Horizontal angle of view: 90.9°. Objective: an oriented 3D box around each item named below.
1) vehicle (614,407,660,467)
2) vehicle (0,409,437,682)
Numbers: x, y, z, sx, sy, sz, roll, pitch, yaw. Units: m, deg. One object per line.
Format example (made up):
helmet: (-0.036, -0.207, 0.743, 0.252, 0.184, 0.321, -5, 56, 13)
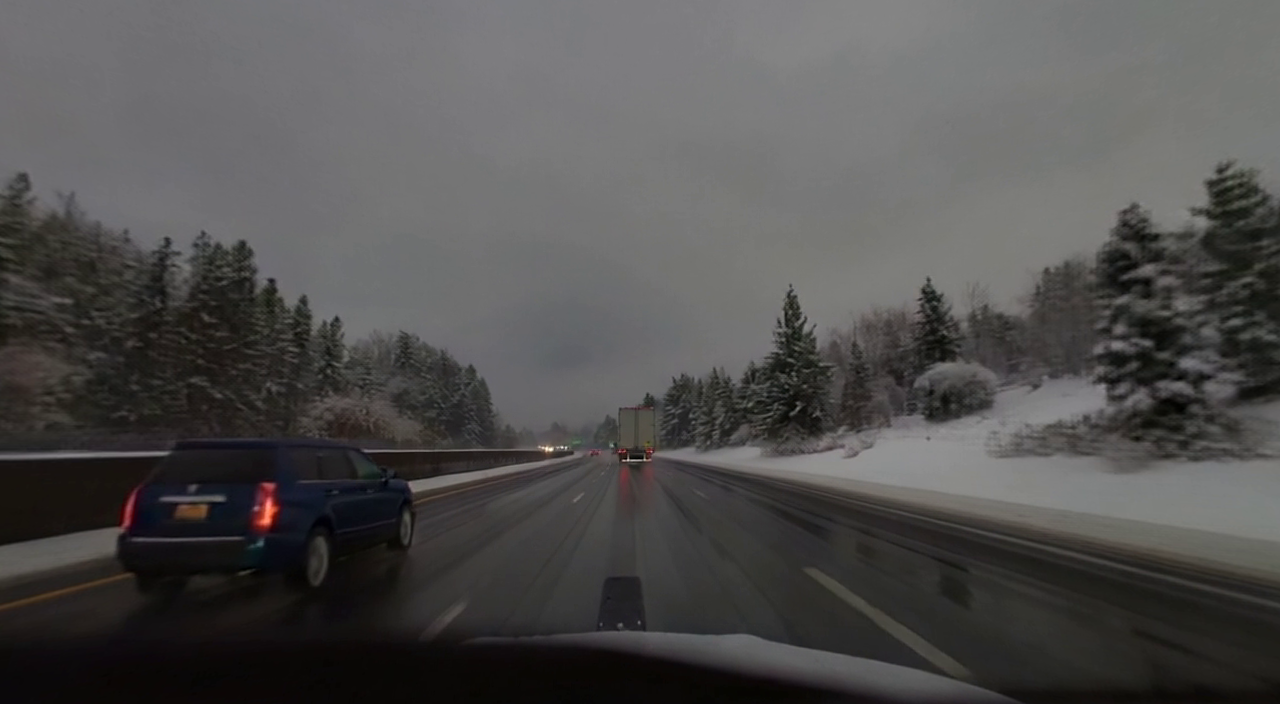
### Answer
vehicle: (-0.431, 6.468, 47.126, 2.962, 3.953, 10.696, 0, -9, -3)
vehicle: (-3.754, 1.437, 5.918, 2.080, 1.488, 4.781, 0, -9, 0)
